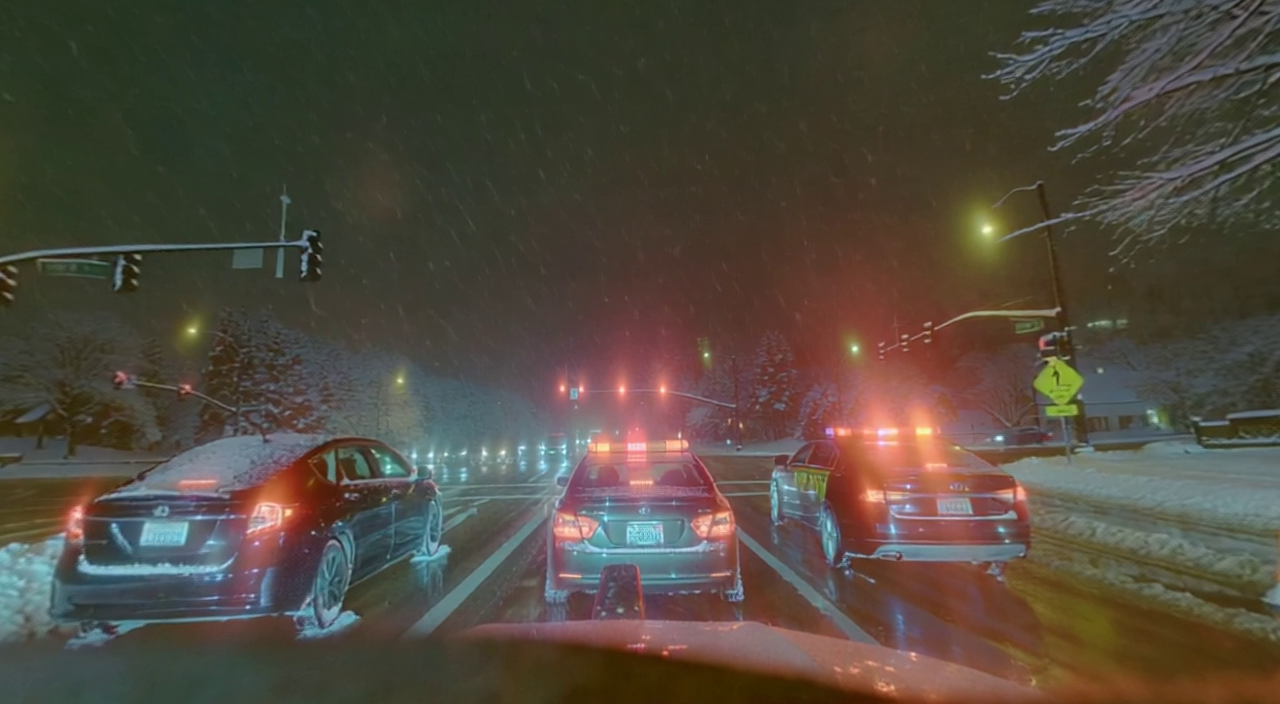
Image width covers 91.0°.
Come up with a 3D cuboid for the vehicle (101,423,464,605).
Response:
[{"bbox_3d":[-3.600,1.676,7.400,1.863,1.526,4.006,0,-8,1],"label":"vehicle"}]

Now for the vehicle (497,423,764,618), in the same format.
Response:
[{"bbox_3d":[-0.116,1.627,7.096,2.061,1.486,4.332,0,-8,-1],"label":"vehicle"}]

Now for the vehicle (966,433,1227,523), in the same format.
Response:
[{"bbox_3d":[9.368,2.590,13.589,1.957,1.576,4.670,0,-9,-3],"label":"vehicle"}]
